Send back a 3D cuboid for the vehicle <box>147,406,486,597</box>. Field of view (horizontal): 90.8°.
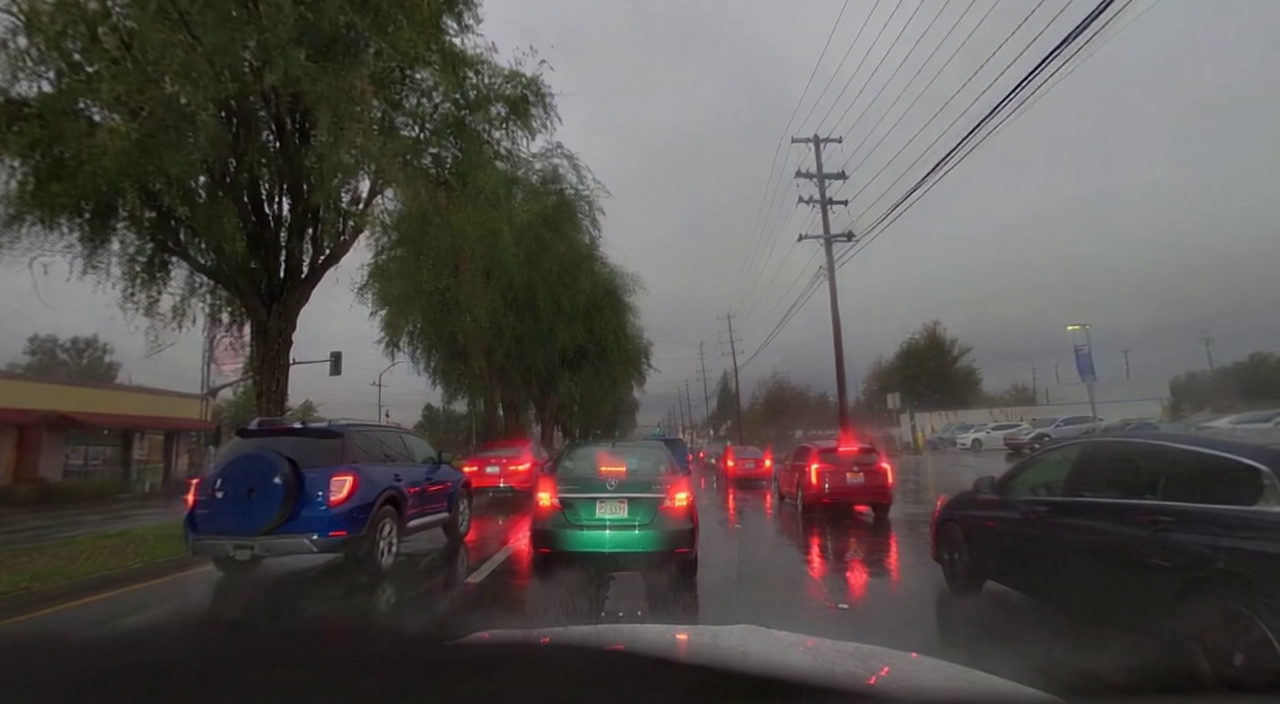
[{"bbox_3d":[-3.419,1.654,7.849,1.979,1.697,4.254,0,-9,-1],"label":"vehicle"}]

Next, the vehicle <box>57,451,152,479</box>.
[{"bbox_3d":[-37.034,7.829,43.740,4.683,1.833,2.078,0,-9,2],"label":"vehicle"}]

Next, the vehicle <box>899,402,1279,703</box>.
[{"bbox_3d":[3.666,1.190,4.192,1.929,1.479,4.723,0,-9,1],"label":"vehicle"}]

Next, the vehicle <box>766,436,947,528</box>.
[{"bbox_3d":[3.933,2.429,12.412,1.909,1.473,4.361,0,-9,-1],"label":"vehicle"}]

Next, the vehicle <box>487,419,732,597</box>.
[{"bbox_3d":[-0.317,1.632,7.415,2.097,1.511,3.809,0,-9,-2],"label":"vehicle"}]
